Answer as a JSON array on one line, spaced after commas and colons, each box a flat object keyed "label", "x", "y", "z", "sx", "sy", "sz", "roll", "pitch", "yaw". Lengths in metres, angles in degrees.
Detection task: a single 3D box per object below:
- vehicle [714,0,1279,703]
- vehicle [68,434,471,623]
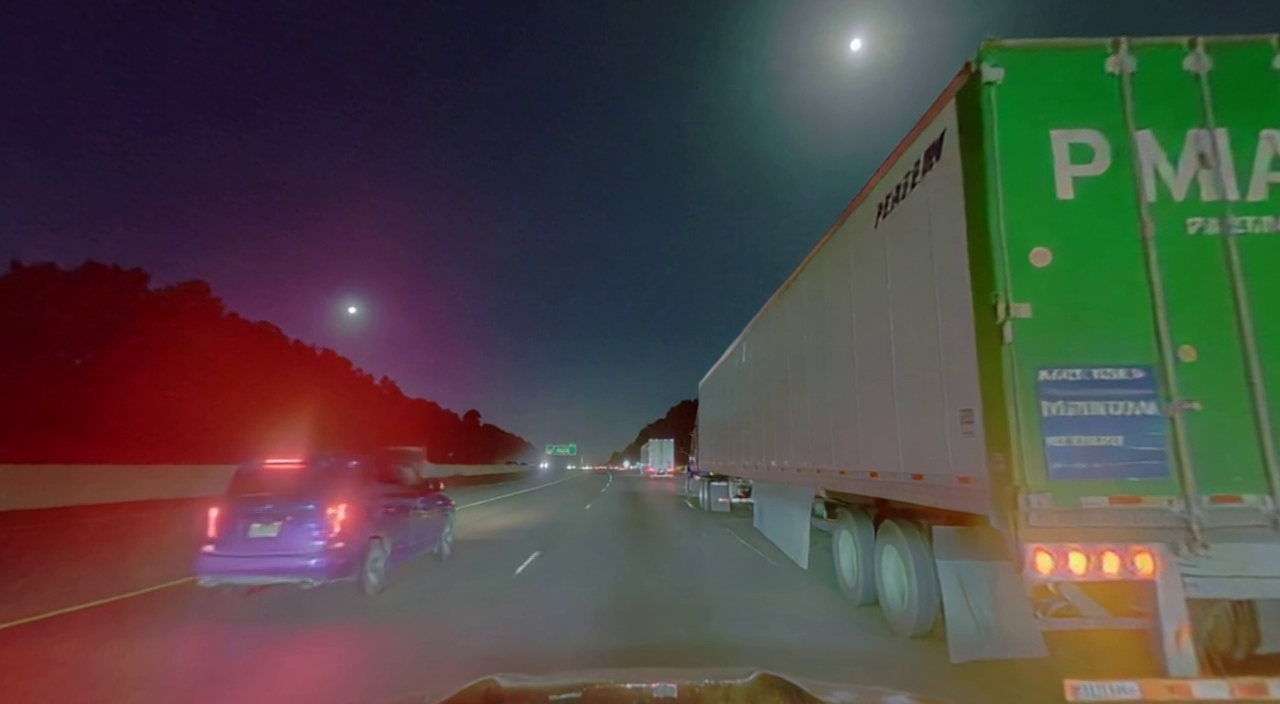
[{"label": "vehicle", "x": 3.534, "y": 1.212, "z": 10.141, "sx": 2.856, "sy": 4.040, "sz": 14.009, "roll": 1, "pitch": -10, "yaw": -1}, {"label": "vehicle", "x": -3.866, "y": 1.975, "z": 7.963, "sx": 2.010, "sy": 1.580, "sz": 4.949, "roll": 1, "pitch": -10, "yaw": 1}]
